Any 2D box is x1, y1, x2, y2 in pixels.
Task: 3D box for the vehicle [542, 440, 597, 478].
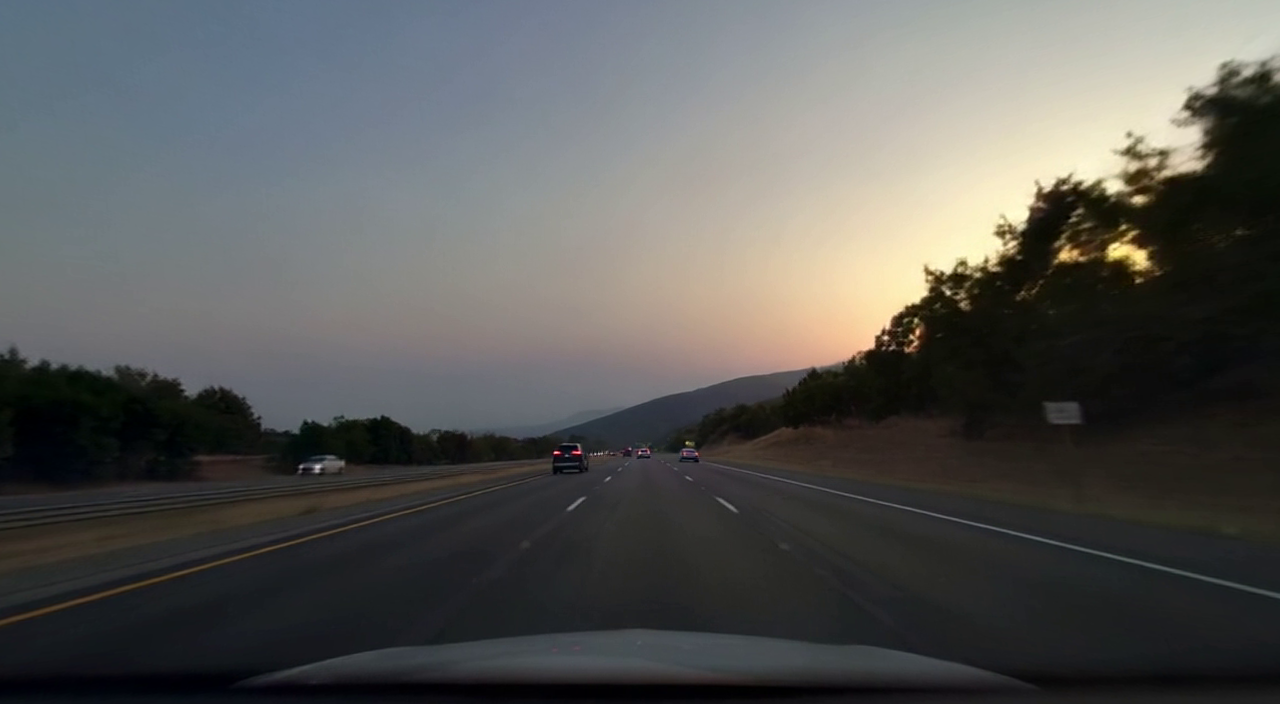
[{"bbox_3d":[-3.345,5.157,30.550,2.070,1.707,4.309,0,-9,1],"label":"vehicle"}]
